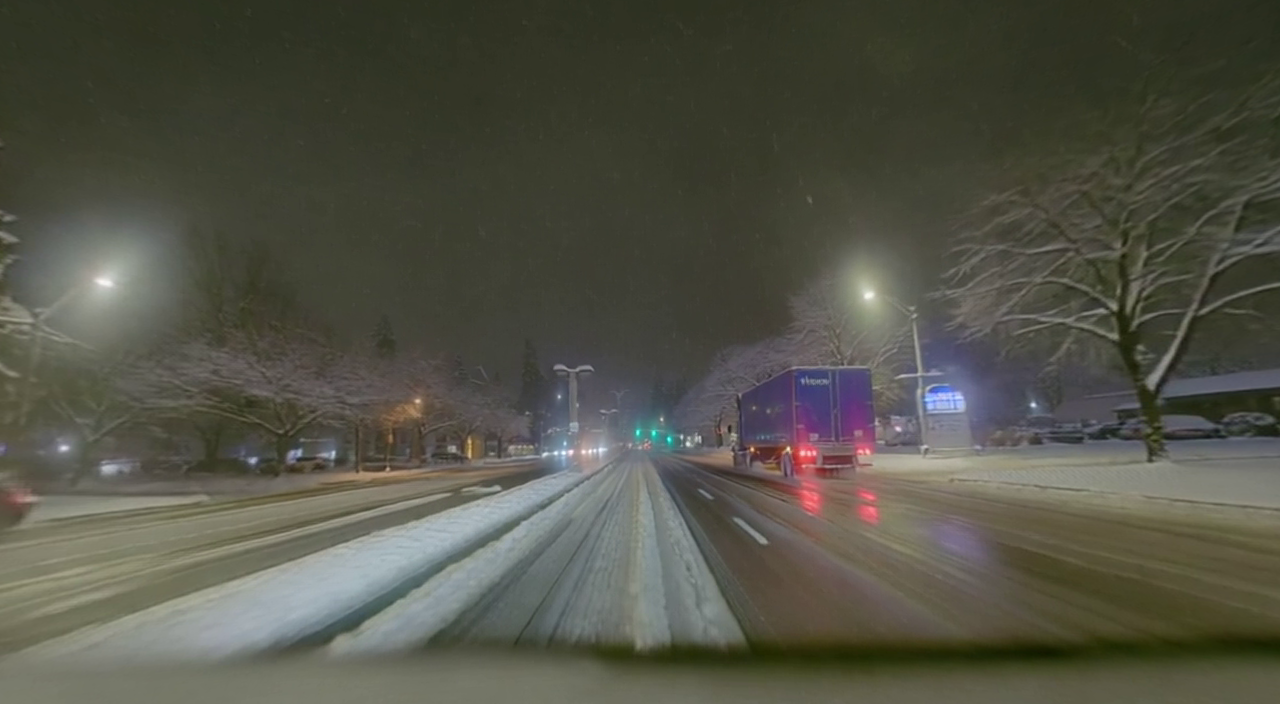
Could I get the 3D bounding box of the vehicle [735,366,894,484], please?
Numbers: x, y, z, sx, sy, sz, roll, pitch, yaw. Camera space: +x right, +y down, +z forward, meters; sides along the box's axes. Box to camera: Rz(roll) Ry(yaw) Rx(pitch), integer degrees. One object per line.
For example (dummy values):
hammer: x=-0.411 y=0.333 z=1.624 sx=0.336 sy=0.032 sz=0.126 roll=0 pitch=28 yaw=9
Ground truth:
vehicle: x=6.491 y=3.182 z=26.170 sx=3.120 sy=3.794 sz=11.510 roll=0 pitch=-9 yaw=-1
